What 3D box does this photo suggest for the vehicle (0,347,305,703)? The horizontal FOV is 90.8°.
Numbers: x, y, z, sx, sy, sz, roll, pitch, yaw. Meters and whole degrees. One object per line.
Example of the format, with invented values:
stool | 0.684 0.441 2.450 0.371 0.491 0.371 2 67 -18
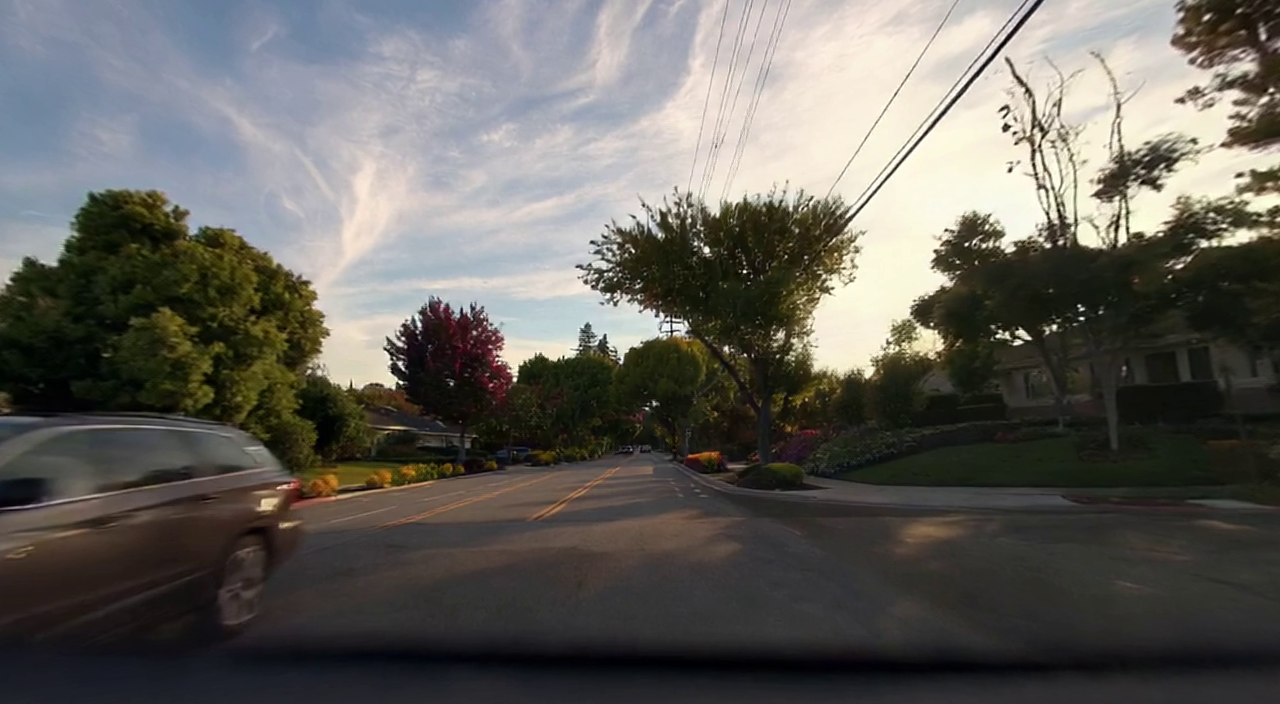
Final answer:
vehicle | -3.682 0.903 2.564 2.097 1.827 4.603 0 -9 0
